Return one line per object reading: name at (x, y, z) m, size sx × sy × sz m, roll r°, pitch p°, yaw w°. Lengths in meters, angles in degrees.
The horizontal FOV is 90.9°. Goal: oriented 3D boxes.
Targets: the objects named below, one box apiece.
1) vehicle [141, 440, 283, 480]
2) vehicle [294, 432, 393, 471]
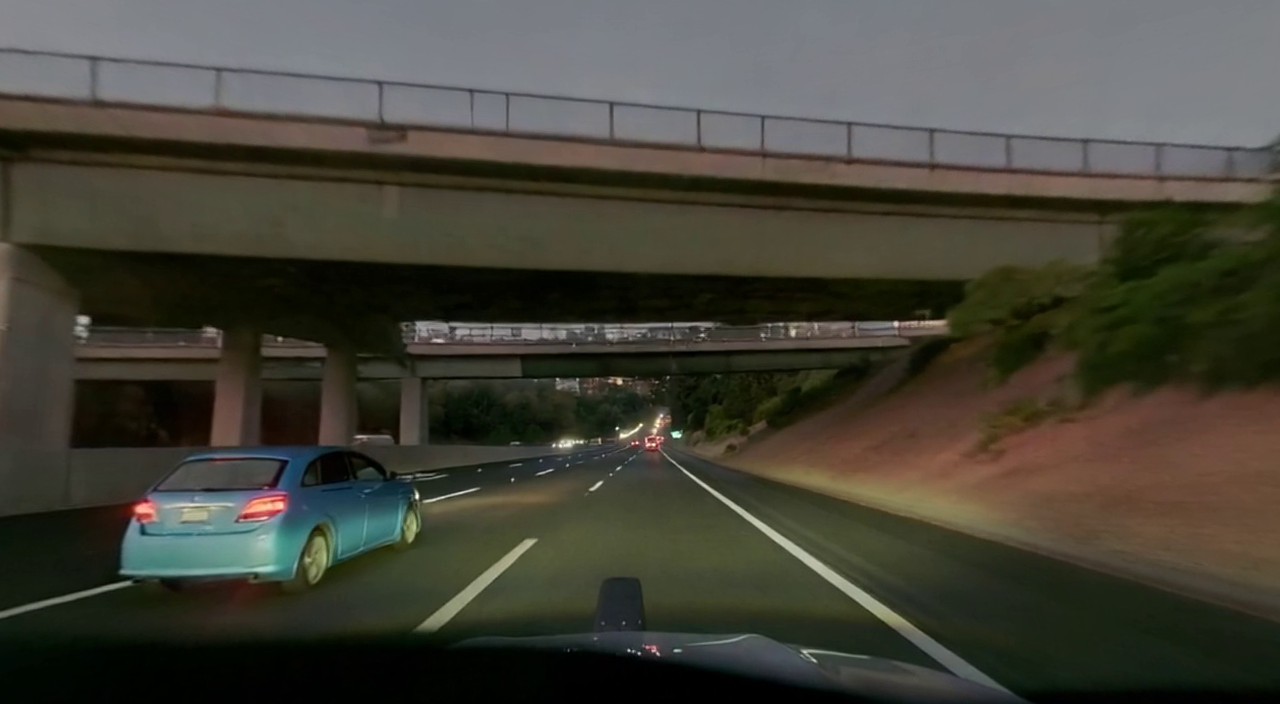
vehicle at (-19.893, 5.034, 29.774) m, size 2.477 × 1.667 × 5.834 m, roll 0°, pitch -8°, yaw 2°
vehicle at (-15.910, 5.379, 34.383) m, size 2.291 × 1.899 × 6.339 m, roll 0°, pitch -8°, yaw 1°
